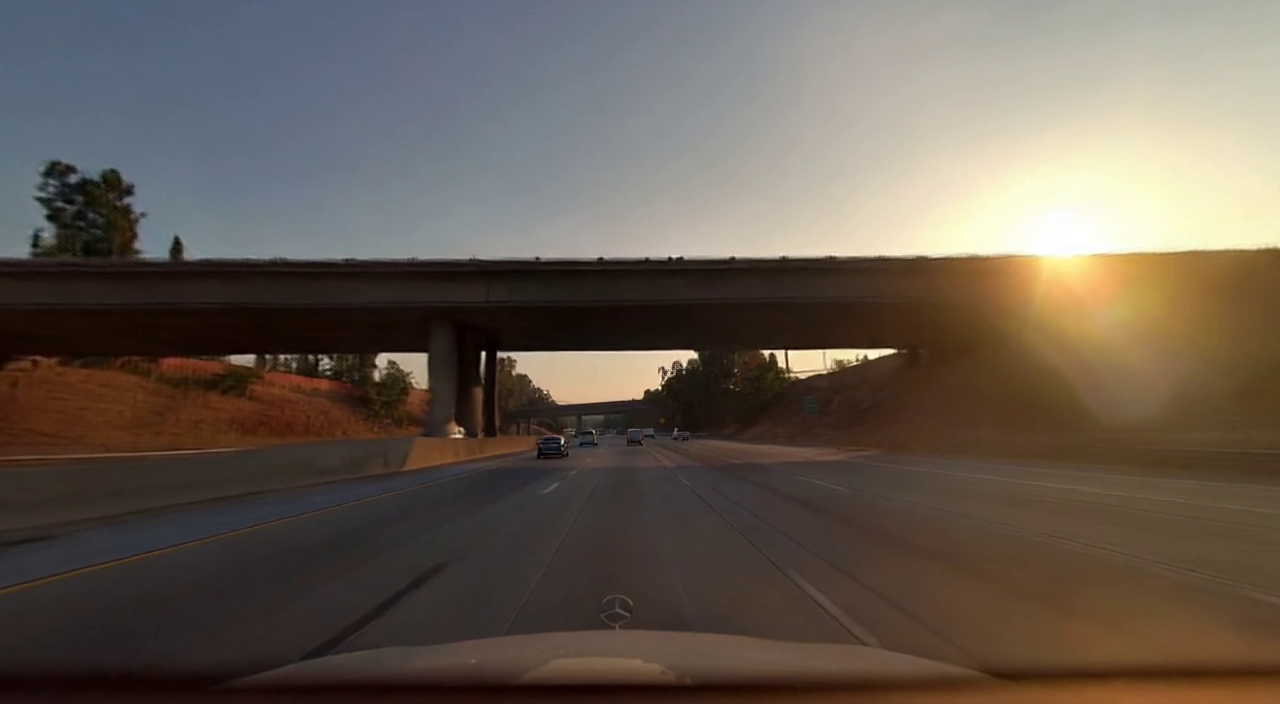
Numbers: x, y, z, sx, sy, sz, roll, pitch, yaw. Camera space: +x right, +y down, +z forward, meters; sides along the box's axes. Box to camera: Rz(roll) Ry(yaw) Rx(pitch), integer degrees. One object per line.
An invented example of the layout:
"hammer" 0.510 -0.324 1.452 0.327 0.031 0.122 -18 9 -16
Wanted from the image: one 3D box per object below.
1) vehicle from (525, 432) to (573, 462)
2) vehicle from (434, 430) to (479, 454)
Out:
"vehicle" -4.756 5.015 33.368 1.933 1.473 4.023 0 -8 0
"vehicle" -13.746 6.776 47.507 2.011 1.687 4.740 0 -8 0
